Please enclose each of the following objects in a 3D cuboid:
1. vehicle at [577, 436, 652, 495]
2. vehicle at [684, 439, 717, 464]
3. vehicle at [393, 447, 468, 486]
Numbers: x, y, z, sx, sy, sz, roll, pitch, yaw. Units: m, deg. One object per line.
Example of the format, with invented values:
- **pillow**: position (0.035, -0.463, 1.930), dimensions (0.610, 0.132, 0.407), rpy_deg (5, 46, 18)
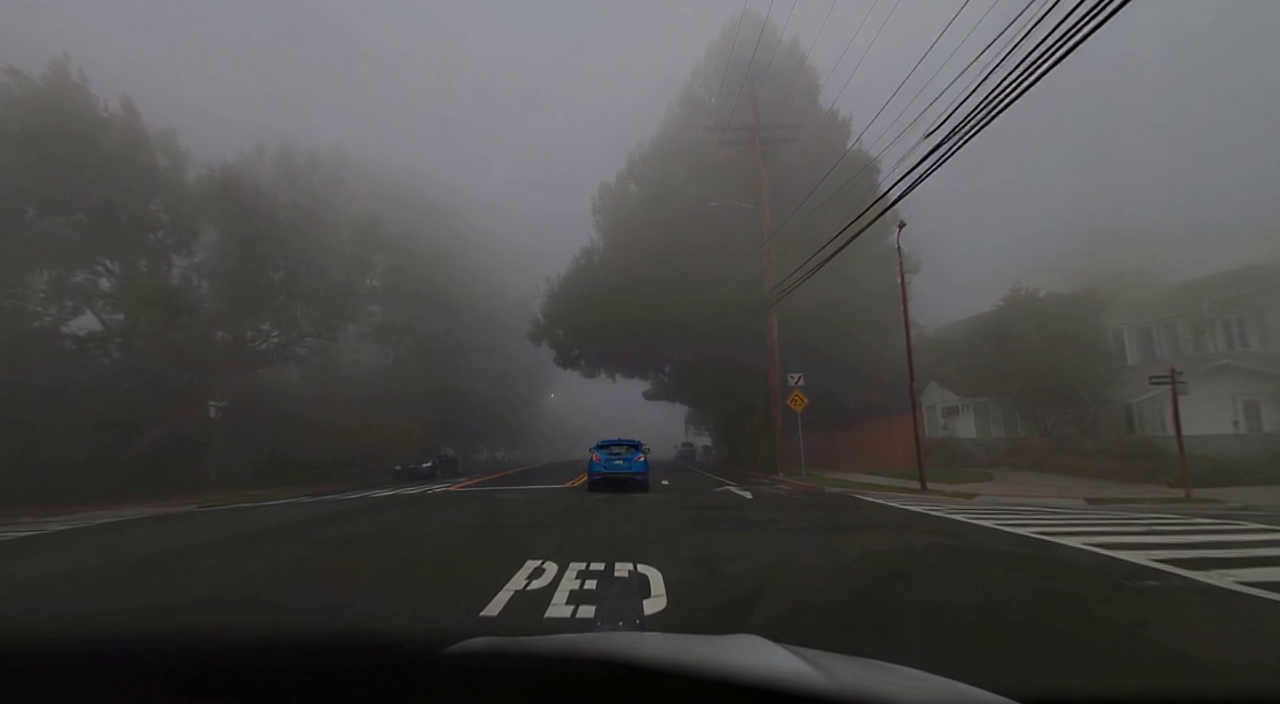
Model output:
- **vehicle**: position (-0.662, 3.106, 17.657), dimensions (1.877, 1.448, 3.830), rpy_deg (0, -8, -1)
- **vehicle**: position (4.440, 7.407, 47.091), dimensions (2.101, 1.744, 4.466), rpy_deg (0, -8, 1)
- **vehicle**: position (-8.716, 4.767, 26.645), dimensions (1.934, 1.506, 4.032), rpy_deg (0, -8, -3)
